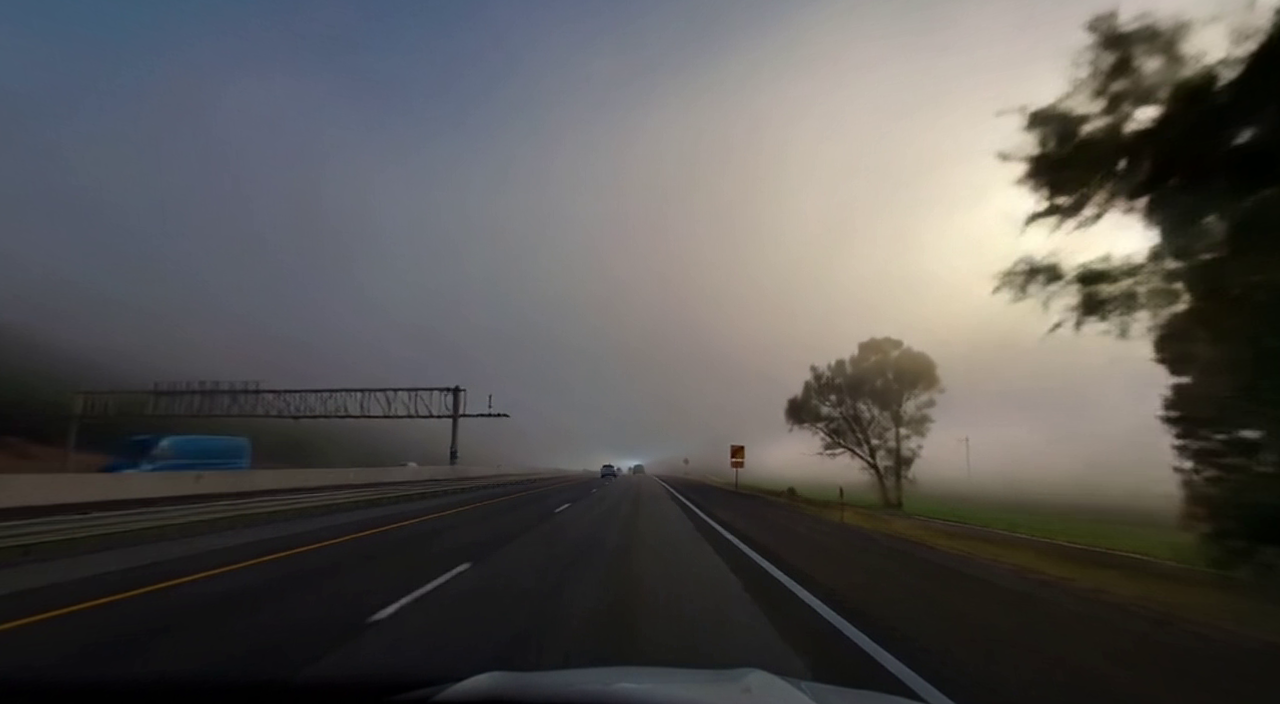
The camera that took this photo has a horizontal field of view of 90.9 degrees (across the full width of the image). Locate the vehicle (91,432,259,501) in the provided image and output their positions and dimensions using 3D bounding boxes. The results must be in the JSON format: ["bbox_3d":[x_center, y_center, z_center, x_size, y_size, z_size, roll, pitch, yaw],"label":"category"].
[{"bbox_3d":[-19.134,4.790,26.468,2.391,2.511,5.870,1,-10,1],"label":"vehicle"}]

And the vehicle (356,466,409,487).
[{"bbox_3d":[-19.070,9.233,46.894,1.862,1.447,4.666,1,-10,1],"label":"vehicle"}]
